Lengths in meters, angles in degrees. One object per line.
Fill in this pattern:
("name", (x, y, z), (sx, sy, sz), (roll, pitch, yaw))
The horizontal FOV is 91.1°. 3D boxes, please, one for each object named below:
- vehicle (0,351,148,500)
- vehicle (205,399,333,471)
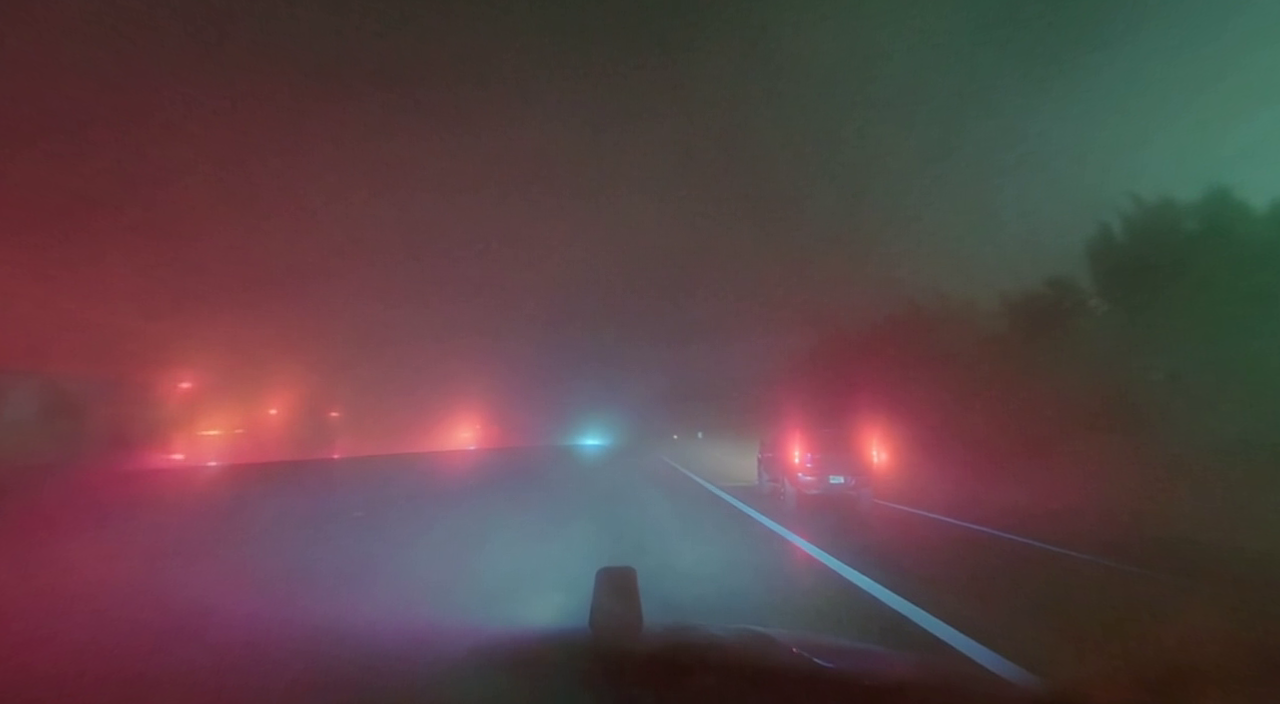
("vehicle", (-19.182, 1.740, 15.202), (3.420, 4.048, 14.183), (0, -8, -1))
("vehicle", (-23.642, 5.421, 40.845), (3.000, 4.126, 8.473), (0, -8, 0))
